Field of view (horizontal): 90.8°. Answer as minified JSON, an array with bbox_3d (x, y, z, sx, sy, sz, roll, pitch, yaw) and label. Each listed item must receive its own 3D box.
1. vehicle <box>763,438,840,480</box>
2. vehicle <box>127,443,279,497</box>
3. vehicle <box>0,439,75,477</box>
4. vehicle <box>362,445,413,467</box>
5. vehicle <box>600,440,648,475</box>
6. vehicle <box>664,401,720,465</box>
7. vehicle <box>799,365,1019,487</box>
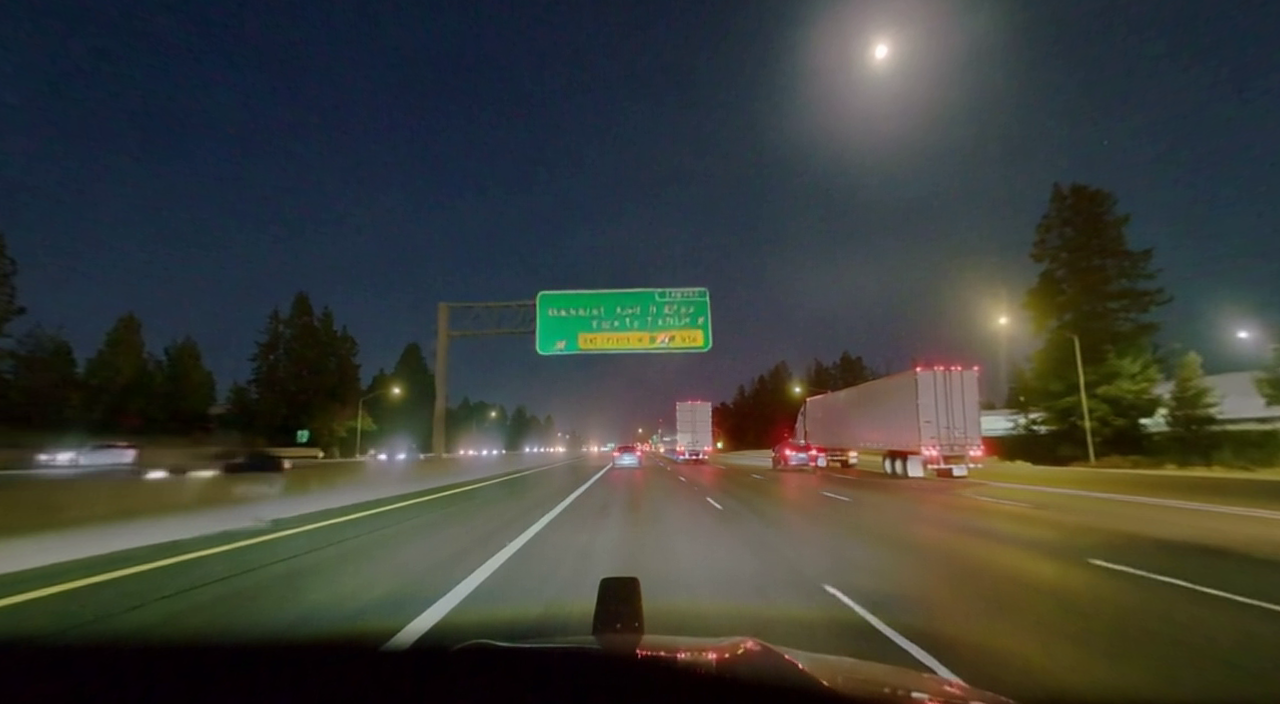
[{"bbox_3d":[6.956,4.654,27.738,2.154,1.658,4.347,0,-9,-1],"label":"vehicle"},{"bbox_3d":[-12.849,3.471,18.898,1.840,1.413,3.738,0,-9,0],"label":"vehicle"},{"bbox_3d":[-42.348,7.259,43.345,2.194,2.394,5.779,1,-9,-7],"label":"vehicle"},{"bbox_3d":[-16.705,6.883,42.004,1.429,1.331,4.546,0,-9,0],"label":"vehicle"},{"bbox_3d":[-0.756,5.104,30.732,2.163,1.551,4.180,0,-9,-1],"label":"vehicle"},{"bbox_3d":[3.547,6.024,46.041,2.999,4.127,10.526,0,-9,-1],"label":"vehicle"},{"bbox_3d":[11.304,3.804,30.124,2.898,4.171,17.188,0,-9,0],"label":"vehicle"}]
